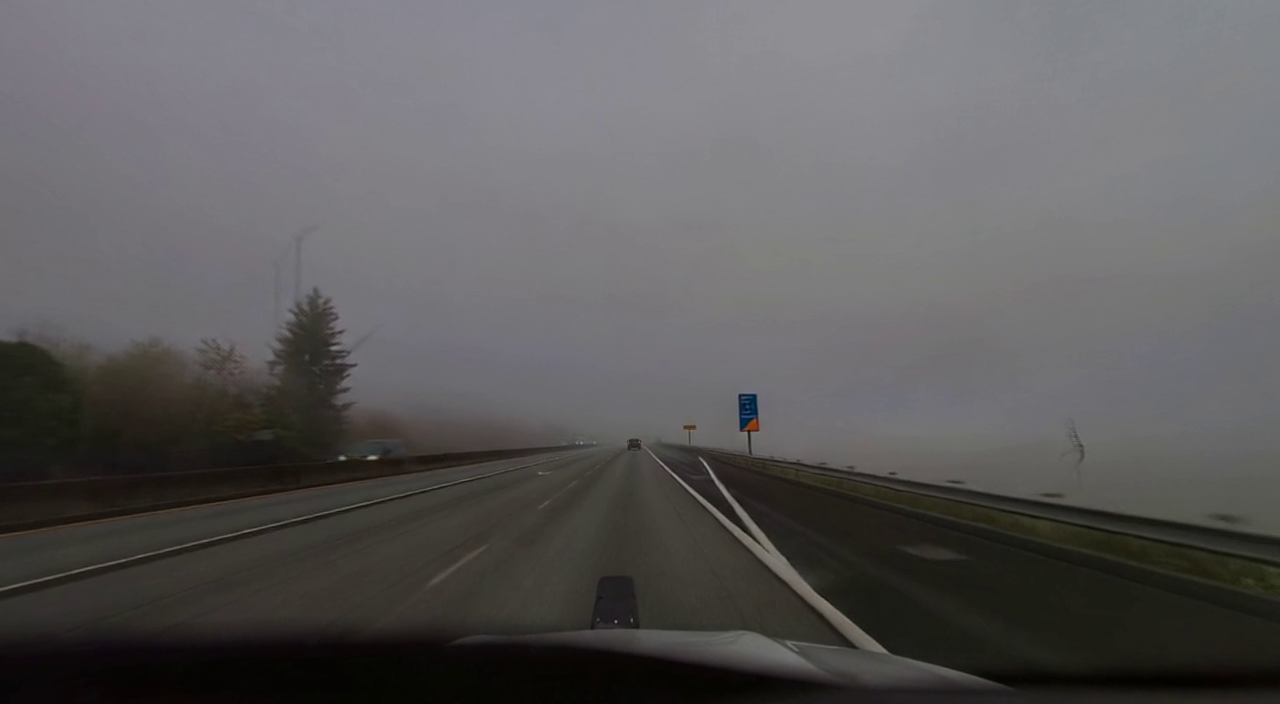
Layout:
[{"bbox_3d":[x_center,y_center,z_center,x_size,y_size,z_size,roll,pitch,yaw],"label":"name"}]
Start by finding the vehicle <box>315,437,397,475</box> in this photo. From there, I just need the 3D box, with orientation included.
[{"bbox_3d":[-13.360,4.910,29.903,1.953,1.654,4.122,0,-8,0],"label":"vehicle"}]
